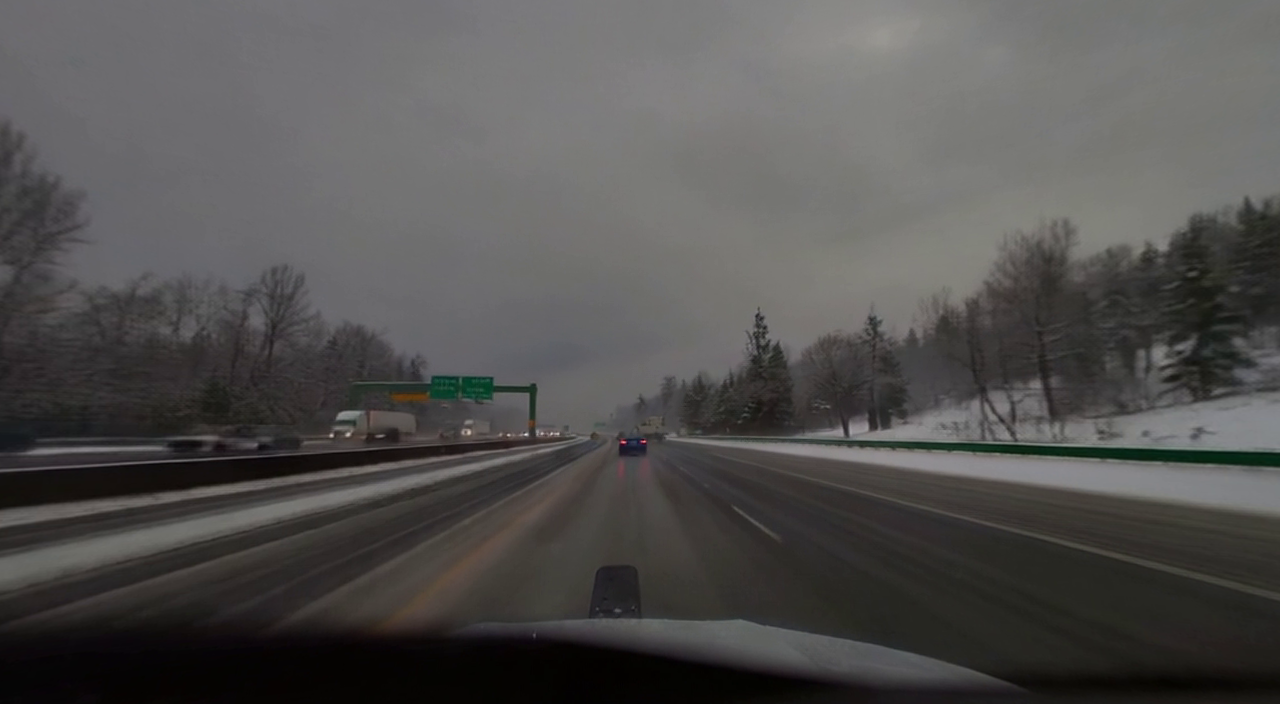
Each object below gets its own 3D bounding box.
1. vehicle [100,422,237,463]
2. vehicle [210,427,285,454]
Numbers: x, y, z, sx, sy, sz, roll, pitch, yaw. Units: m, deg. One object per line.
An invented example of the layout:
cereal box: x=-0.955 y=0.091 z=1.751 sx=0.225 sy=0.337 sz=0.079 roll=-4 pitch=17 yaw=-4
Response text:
vehicle: x=-18.807 y=3.640 z=25.416 sx=1.964 sy=1.502 sz=4.665 roll=0 pitch=-8 yaw=0
vehicle: x=-22.392 y=5.066 z=36.073 sx=1.802 sy=1.481 sz=3.958 roll=0 pitch=-8 yaw=-1
